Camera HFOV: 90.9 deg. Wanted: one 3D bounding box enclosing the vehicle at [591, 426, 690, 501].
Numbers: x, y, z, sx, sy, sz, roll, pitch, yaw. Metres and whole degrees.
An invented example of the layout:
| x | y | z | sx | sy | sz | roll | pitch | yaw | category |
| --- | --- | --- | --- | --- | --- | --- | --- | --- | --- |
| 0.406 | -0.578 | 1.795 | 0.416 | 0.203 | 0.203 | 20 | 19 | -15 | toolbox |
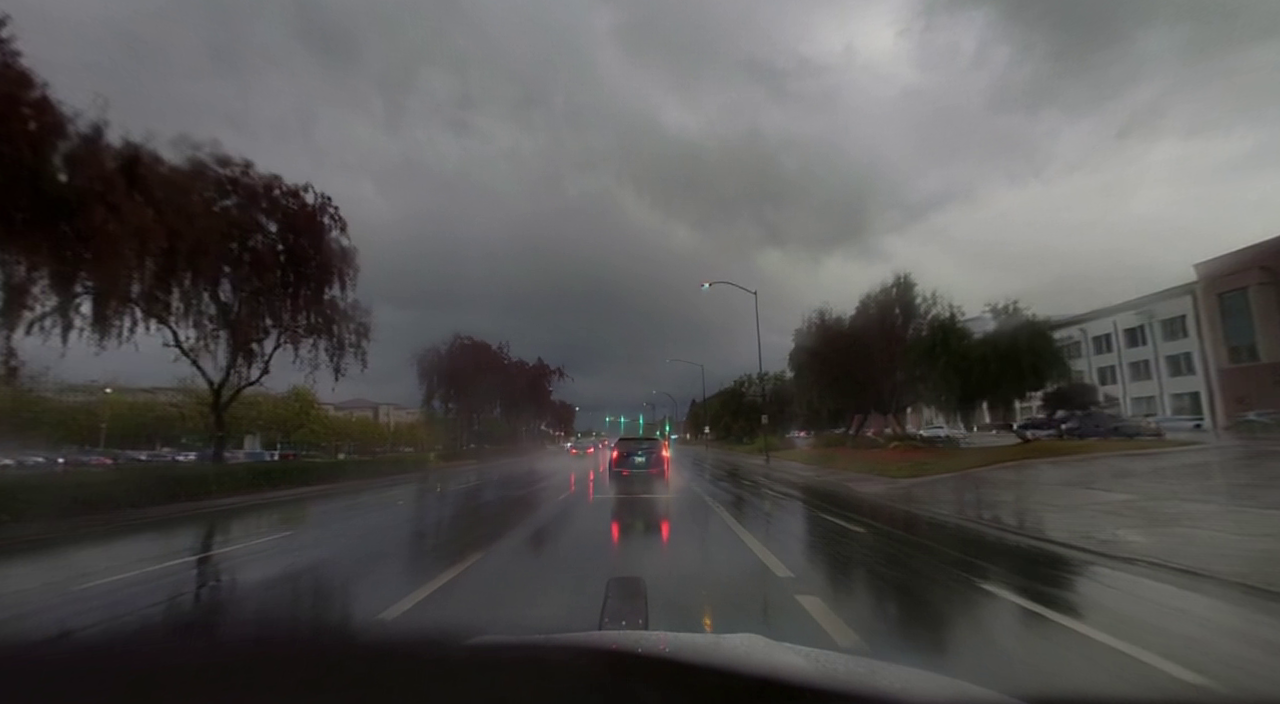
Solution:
| x | y | z | sx | sy | sz | roll | pitch | yaw | category |
| --- | --- | --- | --- | --- | --- | --- | --- | --- | --- |
| 0.033 | 2.784 | 16.159 | 2.199 | 1.652 | 4.101 | 0 | -8 | 1 | vehicle |

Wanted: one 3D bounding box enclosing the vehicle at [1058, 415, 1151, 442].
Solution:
| x | y | z | sx | sy | sz | roll | pitch | yaw | category |
| --- | --- | --- | --- | --- | --- | --- | --- | --- | --- |
| 31.899 | 5.323 | 43.508 | 4.903 | 1.767 | 2.105 | -5 | -10 | 31 | vehicle |

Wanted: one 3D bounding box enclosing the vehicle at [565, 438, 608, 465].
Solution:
| x | y | z | sx | sy | sz | roll | pitch | yaw | category |
| --- | --- | --- | --- | --- | --- | --- | --- | --- | --- |
| -3.077 | 5.856 | 37.261 | 1.942 | 1.462 | 4.905 | -1 | -8 | 3 | vehicle |
